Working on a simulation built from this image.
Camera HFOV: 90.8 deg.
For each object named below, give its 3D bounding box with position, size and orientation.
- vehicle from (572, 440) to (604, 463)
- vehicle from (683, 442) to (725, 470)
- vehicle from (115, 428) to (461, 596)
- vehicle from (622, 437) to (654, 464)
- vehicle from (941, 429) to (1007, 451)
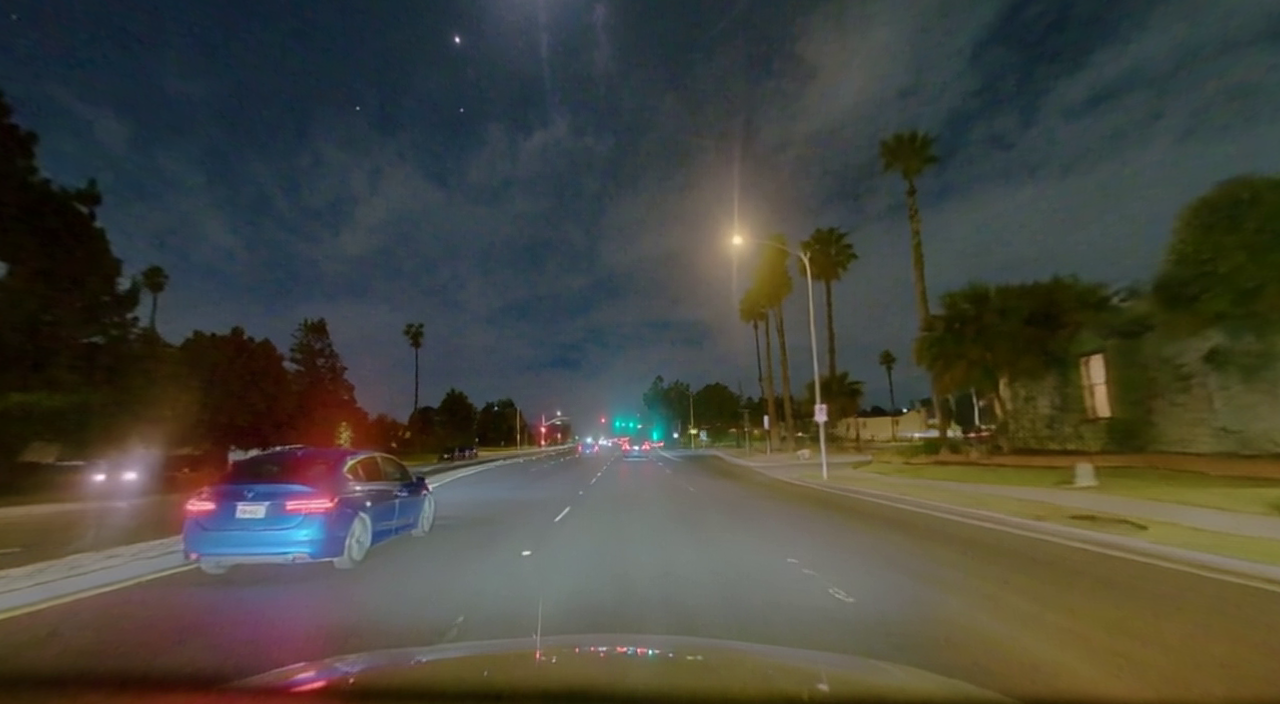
[{"bbox_3d":[-3.662,7.098,45.241,2.000,1.569,3.794,0,-8,-1],"label":"vehicle"},{"bbox_3d":[3.494,5.739,35.159,1.830,1.451,4.009,0,-8,-2],"label":"vehicle"},{"bbox_3d":[-3.758,1.749,7.911,1.844,1.451,4.543,0,-8,-2],"label":"vehicle"},{"bbox_3d":[-0.178,6.647,42.801,2.043,1.734,4.253,0,-8,-1],"label":"vehicle"},{"bbox_3d":[23.712,6.295,45.029,1.754,1.504,4.090,2,-9,-14],"label":"vehicle"}]
